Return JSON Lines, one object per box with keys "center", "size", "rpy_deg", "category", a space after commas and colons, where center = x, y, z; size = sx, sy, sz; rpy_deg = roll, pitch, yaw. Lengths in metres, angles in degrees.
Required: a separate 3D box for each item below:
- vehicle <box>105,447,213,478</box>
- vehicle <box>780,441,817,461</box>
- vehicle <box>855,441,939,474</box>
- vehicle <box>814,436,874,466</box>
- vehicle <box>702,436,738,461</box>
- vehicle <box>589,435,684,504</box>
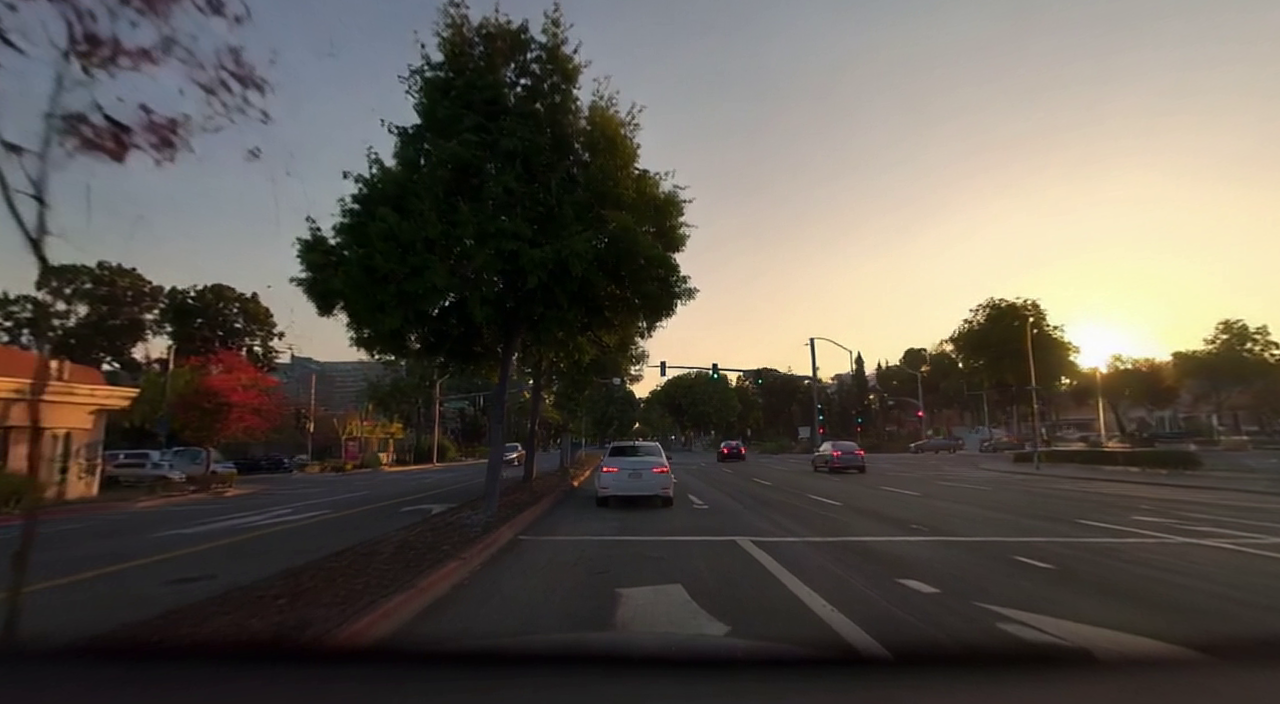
{"center": [-29.544, 6.758, 39.011], "size": [4.758, 1.809, 2.114], "rpy_deg": [4, -9, -22], "category": "vehicle"}
{"center": [12.507, 7.816, 49.935], "size": [1.837, 1.524, 3.800], "rpy_deg": [0, -9, -2], "category": "vehicle"}
{"center": [12.417, 5.127, 30.871], "size": [2.059, 1.482, 4.568], "rpy_deg": [0, -9, -2], "category": "vehicle"}
{"center": [12.874, 6.311, 40.265], "size": [1.981, 1.746, 5.375], "rpy_deg": [0, -9, -1], "category": "vehicle"}
{"center": [5.883, 7.194, 47.016], "size": [1.957, 1.755, 4.331], "rpy_deg": [0, -9, -1], "category": "vehicle"}
{"center": [-0.116, 2.854, 15.782], "size": [2.064, 1.477, 3.968], "rpy_deg": [0, -9, -1], "category": "vehicle"}
